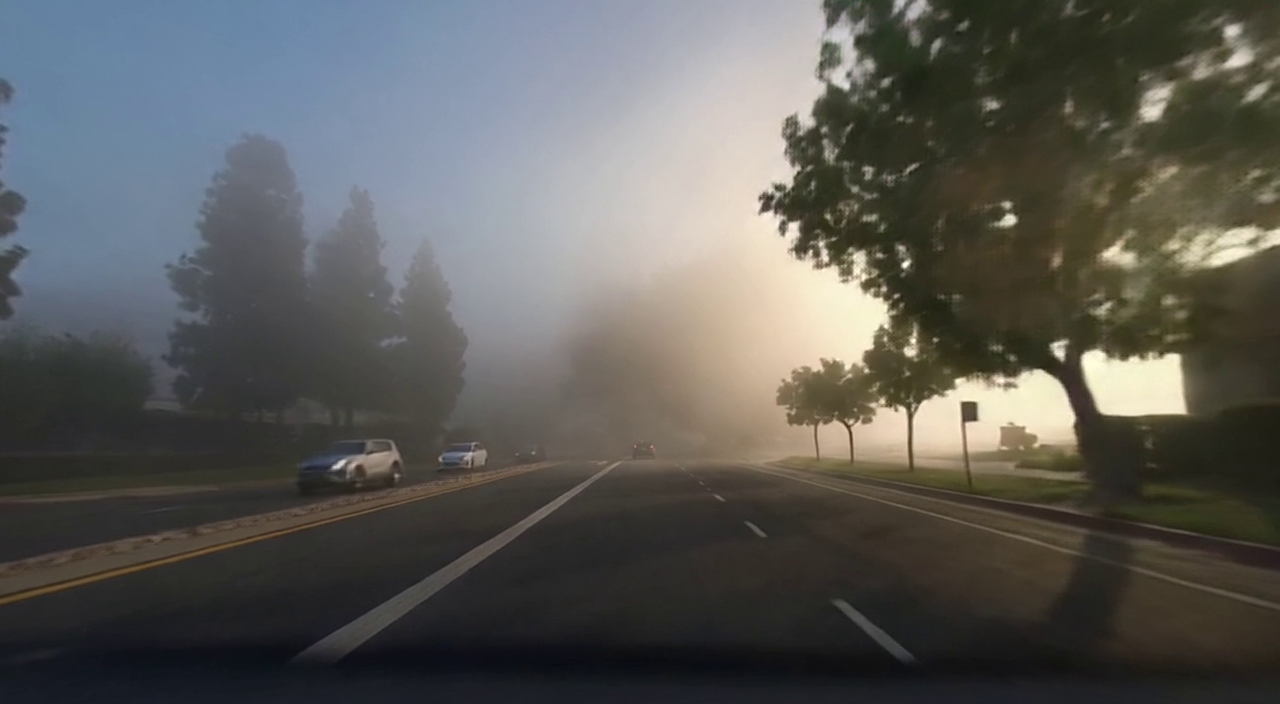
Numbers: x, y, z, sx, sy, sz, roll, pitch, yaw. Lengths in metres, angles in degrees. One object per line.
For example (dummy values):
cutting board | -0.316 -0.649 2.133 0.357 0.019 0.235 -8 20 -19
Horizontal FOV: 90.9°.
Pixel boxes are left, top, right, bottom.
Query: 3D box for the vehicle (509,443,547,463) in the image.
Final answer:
vehicle | -8.465 7.664 48.065 1.946 1.470 4.443 -1 -8 2

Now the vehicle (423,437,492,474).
vehicle | -9.678 5.521 33.907 2.230 1.777 4.797 0 -8 1

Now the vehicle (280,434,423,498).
vehicle | -8.833 3.507 19.858 2.250 1.747 4.492 -1 -8 2
